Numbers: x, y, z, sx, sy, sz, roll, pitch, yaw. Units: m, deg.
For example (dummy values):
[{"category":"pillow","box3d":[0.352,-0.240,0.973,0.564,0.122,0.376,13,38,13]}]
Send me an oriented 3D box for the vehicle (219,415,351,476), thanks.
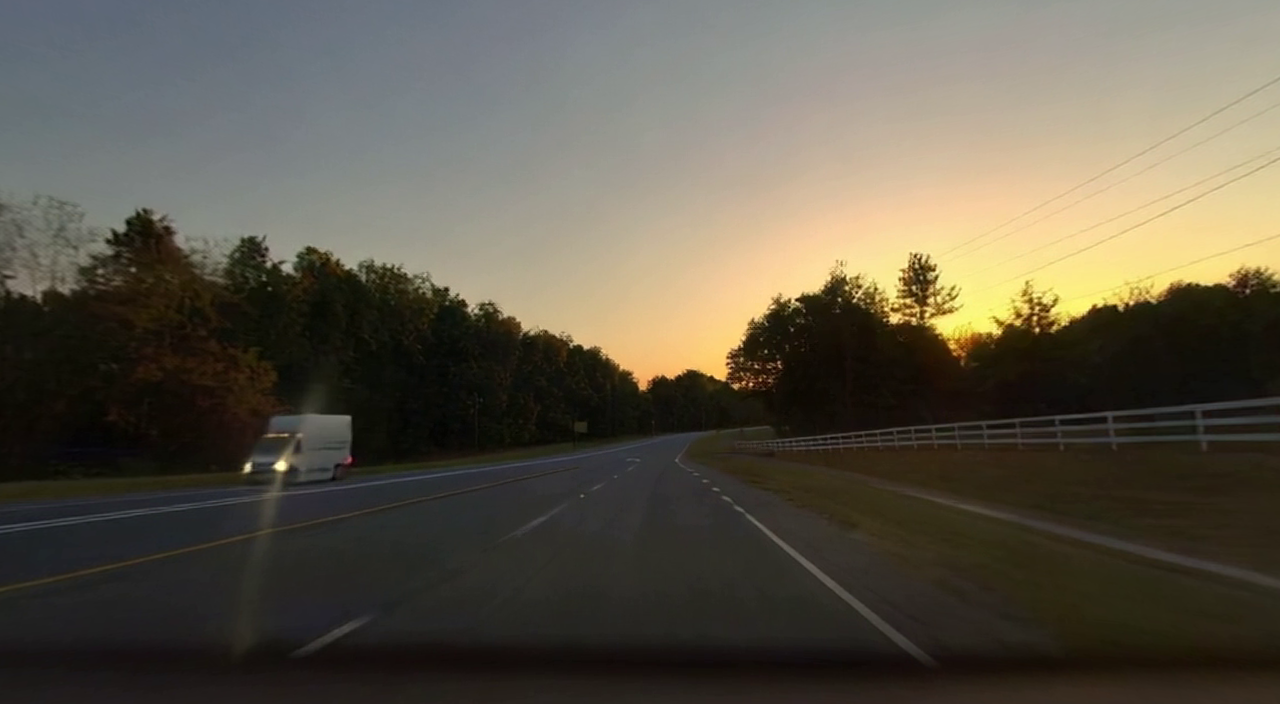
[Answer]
[{"category":"vehicle","box3d":[-19.847,5.347,35.928,2.826,3.083,7.520,0,-9,2]}]
